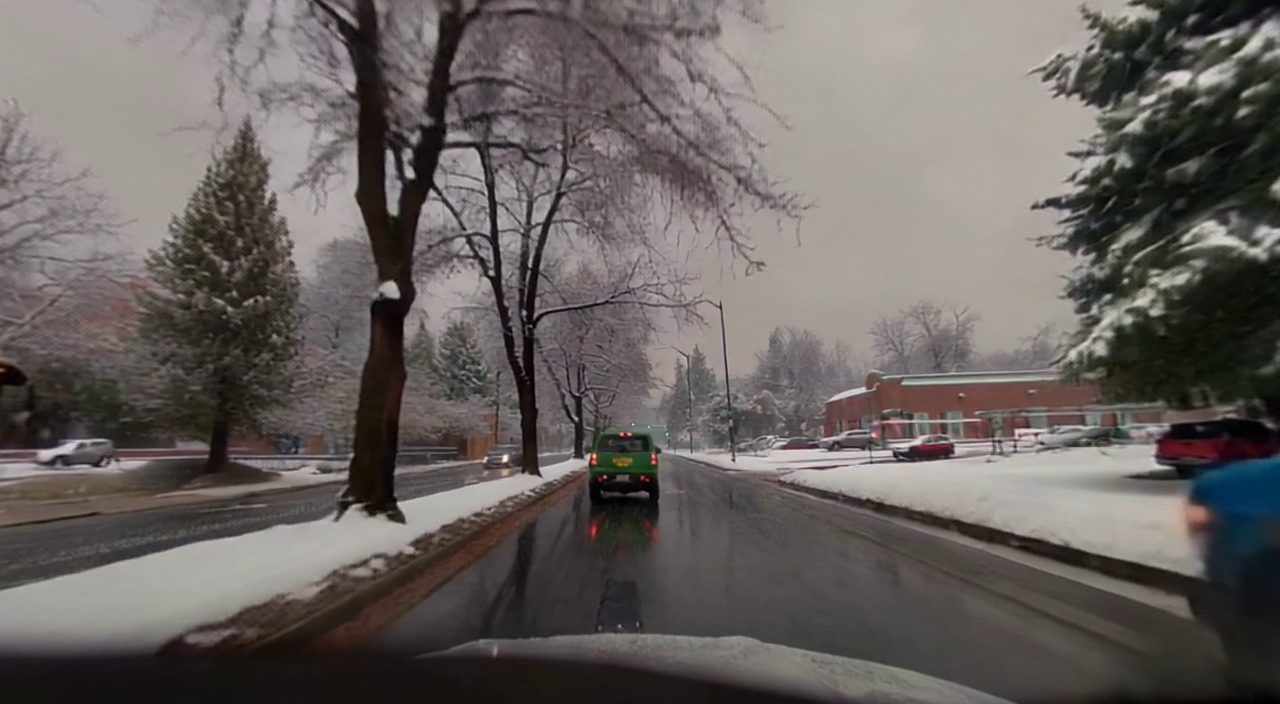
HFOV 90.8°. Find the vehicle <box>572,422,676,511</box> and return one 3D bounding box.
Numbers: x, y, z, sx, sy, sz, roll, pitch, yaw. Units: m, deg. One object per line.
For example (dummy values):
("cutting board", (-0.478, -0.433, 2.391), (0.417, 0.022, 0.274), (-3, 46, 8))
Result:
("vehicle", (-0.389, 2.806, 16.080), (2.157, 1.816, 5.804), (0, -8, -1))

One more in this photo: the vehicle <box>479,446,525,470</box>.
("vehicle", (-8.989, 6.932, 41.527), (2.027, 1.493, 4.707), (0, -8, -1))
